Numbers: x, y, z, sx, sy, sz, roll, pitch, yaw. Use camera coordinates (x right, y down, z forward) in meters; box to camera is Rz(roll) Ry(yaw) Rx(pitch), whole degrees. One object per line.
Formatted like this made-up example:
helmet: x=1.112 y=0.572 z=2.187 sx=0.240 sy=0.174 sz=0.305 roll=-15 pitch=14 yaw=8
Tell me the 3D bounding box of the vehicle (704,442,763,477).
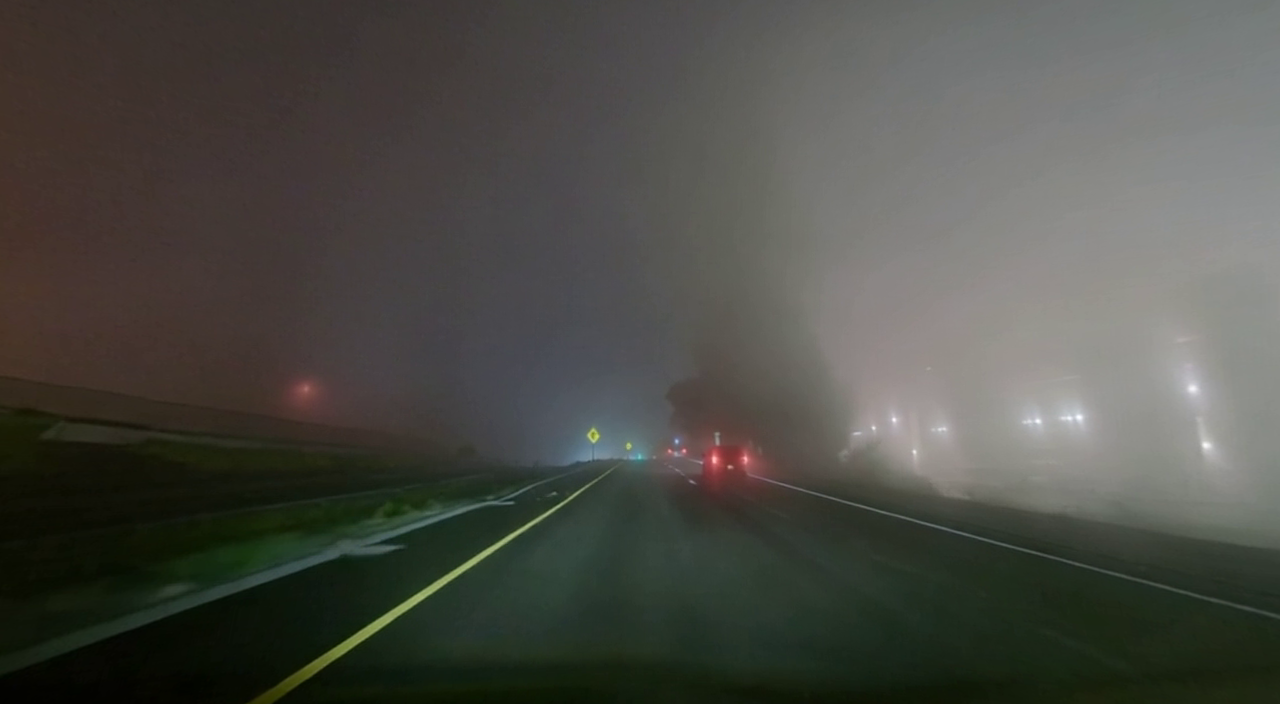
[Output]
vehicle: x=4.296 y=5.013 z=29.718 sx=2.042 sy=1.518 sz=4.477 roll=0 pitch=-9 yaw=-1
